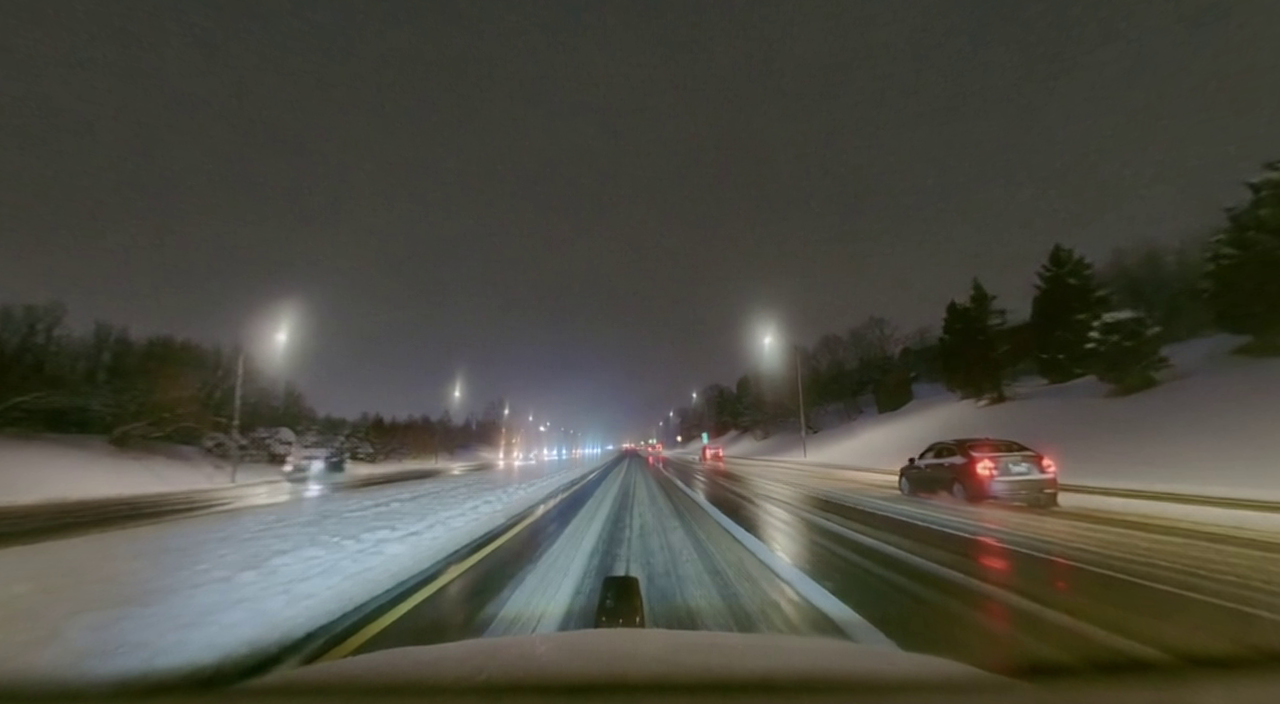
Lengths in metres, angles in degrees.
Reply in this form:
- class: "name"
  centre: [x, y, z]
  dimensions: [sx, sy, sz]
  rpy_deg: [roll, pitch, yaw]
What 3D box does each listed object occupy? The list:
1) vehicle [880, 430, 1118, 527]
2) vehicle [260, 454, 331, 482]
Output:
- class: "vehicle"
  centre: [6.745, 2.405, 12.647]
  dimensions: [1.901, 1.548, 4.684]
  rpy_deg: [0, -9, -1]
- class: "vehicle"
  centre: [-20.723, 6.977, 38.180]
  dimensions: [1.832, 1.504, 4.322]
  rpy_deg: [0, -9, 0]
